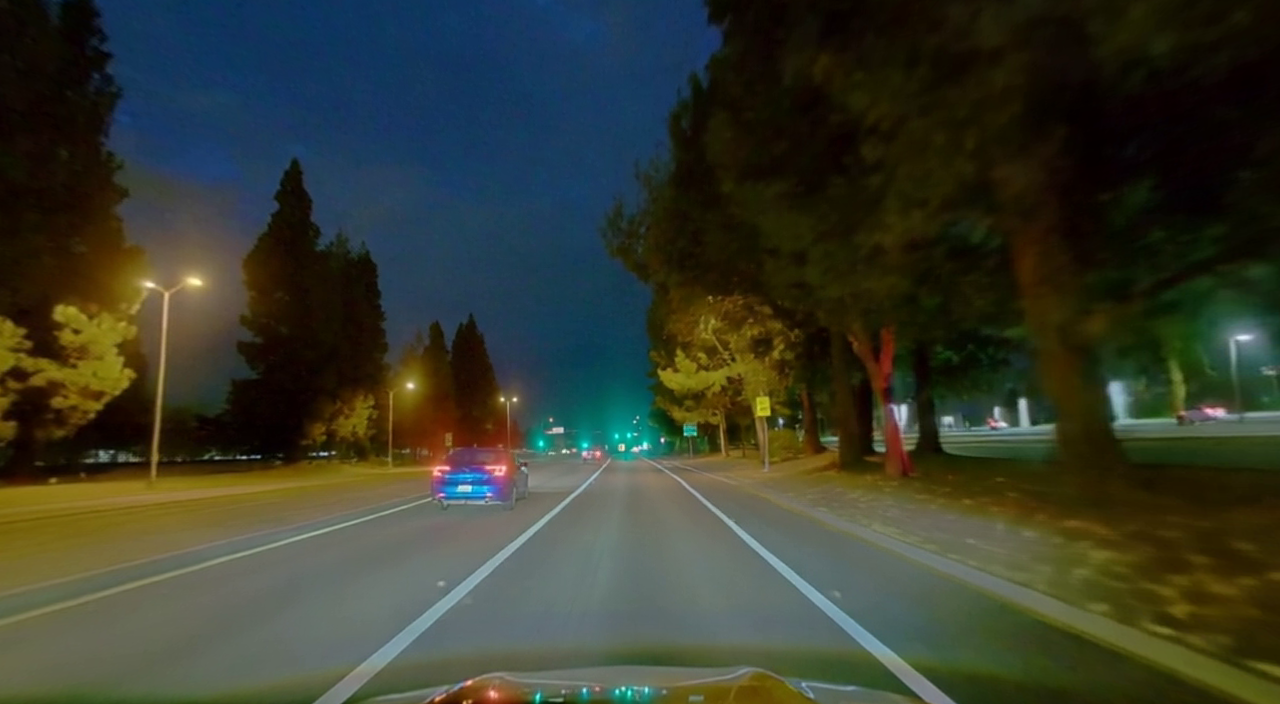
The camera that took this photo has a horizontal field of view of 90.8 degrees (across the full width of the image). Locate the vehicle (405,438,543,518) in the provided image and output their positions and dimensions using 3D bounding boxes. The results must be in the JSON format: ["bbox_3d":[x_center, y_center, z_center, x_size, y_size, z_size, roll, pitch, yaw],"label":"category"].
[{"bbox_3d":[-3.409,2.664,13.886,1.964,1.472,4.078,0,-9,-1],"label":"vehicle"}]
